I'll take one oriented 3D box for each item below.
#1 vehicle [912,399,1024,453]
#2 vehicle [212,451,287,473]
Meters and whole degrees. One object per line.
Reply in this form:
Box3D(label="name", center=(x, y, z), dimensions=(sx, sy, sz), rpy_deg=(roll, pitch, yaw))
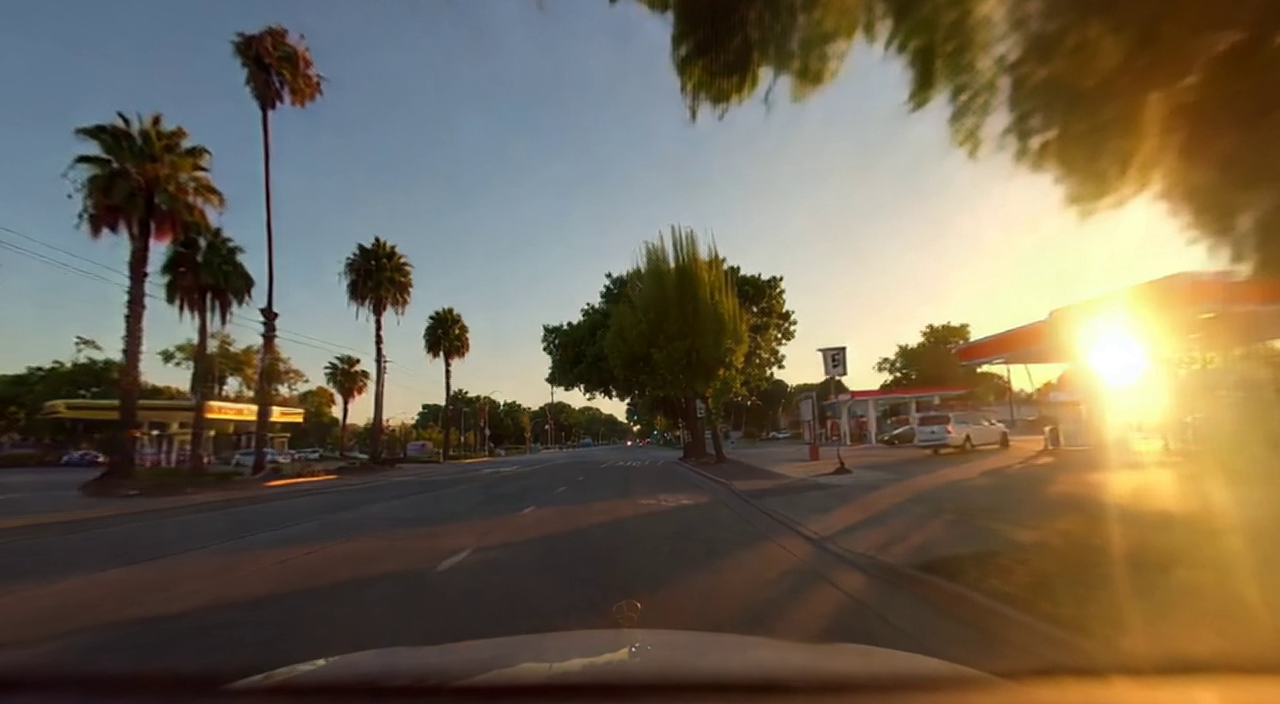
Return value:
Box3D(label="vehicle", center=(15.984, 3.657, 30.573), dimensions=(5.529, 2.395, 2.399), rpy_deg=(6, -10, -35))
Box3D(label="vehicle", center=(-28.927, 8.116, 46.667), dimensions=(4.420, 1.445, 1.954), rpy_deg=(6, -10, -37))
